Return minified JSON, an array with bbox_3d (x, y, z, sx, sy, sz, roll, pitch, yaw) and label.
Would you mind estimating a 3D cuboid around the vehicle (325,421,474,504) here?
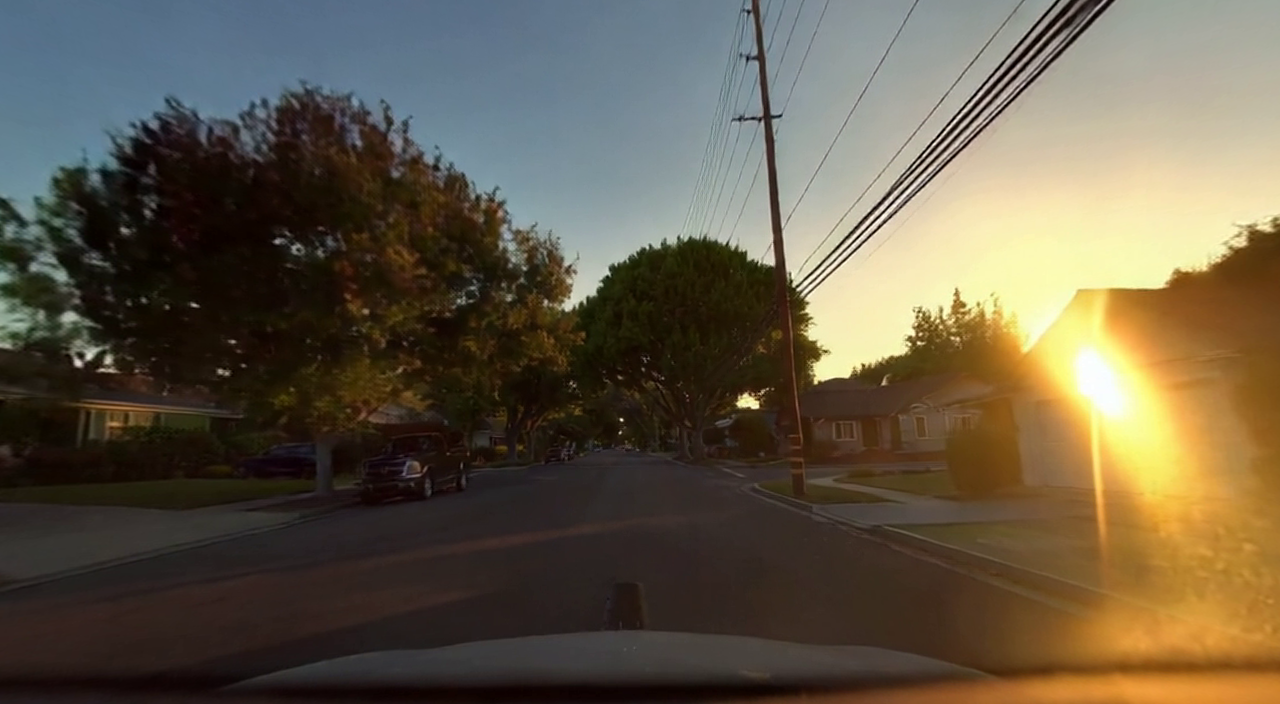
[{"bbox_3d":[-7.361,3.521,20.323,2.739,2.164,6.065,-1,-10,-4],"label":"vehicle"}]
